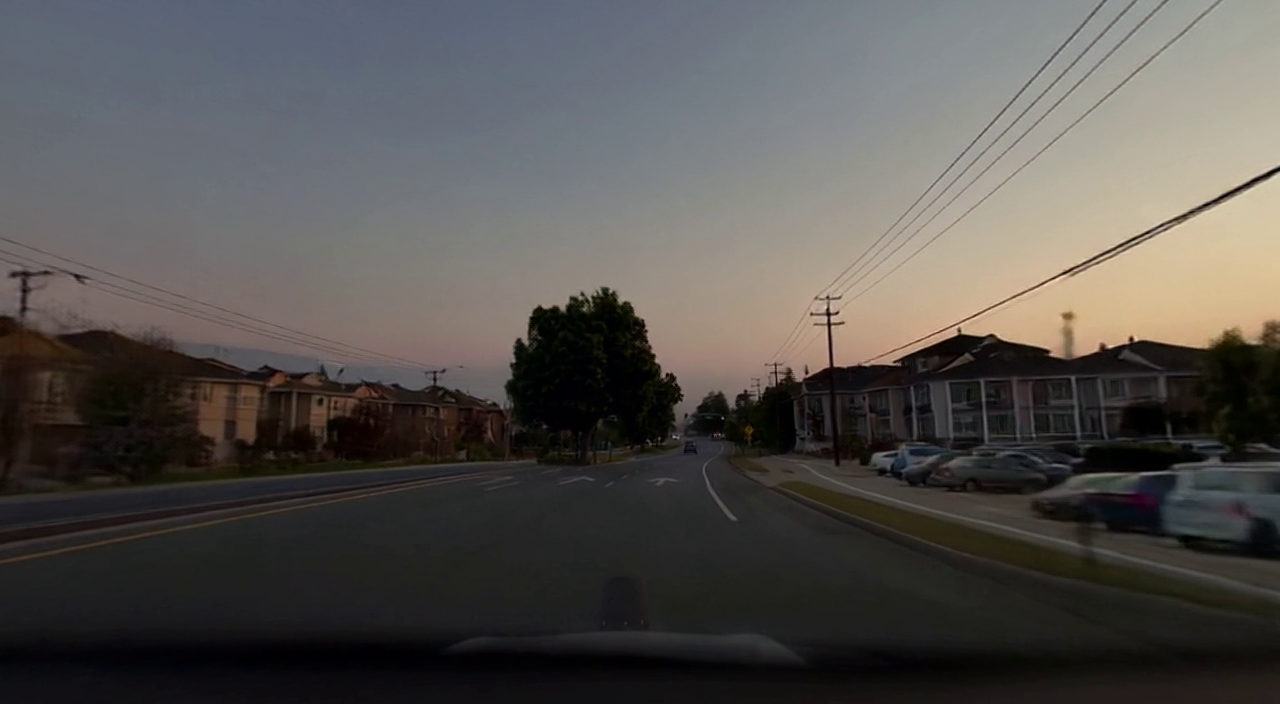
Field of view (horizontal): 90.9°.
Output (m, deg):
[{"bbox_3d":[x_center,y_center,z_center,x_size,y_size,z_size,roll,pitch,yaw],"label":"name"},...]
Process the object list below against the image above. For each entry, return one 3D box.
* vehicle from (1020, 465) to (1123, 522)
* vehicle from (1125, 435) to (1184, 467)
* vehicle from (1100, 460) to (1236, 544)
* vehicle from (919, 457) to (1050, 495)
[{"bbox_3d":[13.776,4.380,20.017,1.862,1.457,4.340,-8,-12,44],"label":"vehicle"},{"bbox_3d":[33.988,6.491,41.580,4.791,1.501,1.930,0,-11,-41],"label":"vehicle"},{"bbox_3d":[13.575,3.684,16.102,4.456,1.693,2.017,8,-12,-43],"label":"vehicle"},{"bbox_3d":[15.318,5.489,28.243,1.885,1.433,4.719,7,-11,-39],"label":"vehicle"}]
